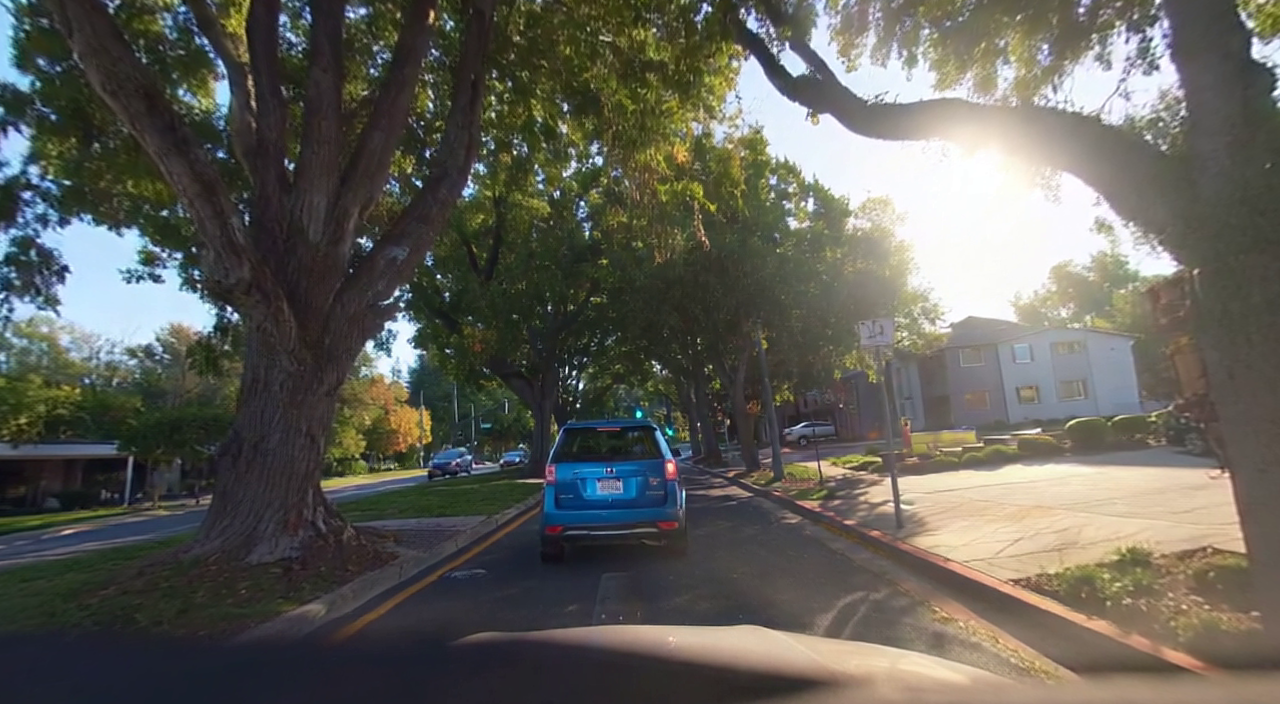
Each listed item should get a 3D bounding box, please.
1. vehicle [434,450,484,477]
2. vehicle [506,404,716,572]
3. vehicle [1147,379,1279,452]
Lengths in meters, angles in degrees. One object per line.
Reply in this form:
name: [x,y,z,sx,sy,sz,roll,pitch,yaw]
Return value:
vehicle: [-12.214,7.520,42.875,1.971,1.718,4.539,0,-8,1]
vehicle: [-0.266,1.686,8.492,2.136,1.703,3.910,0,-8,1]
vehicle: [13.849,1.381,13.516,4.270,1.486,2.042,-5,-10,28]
